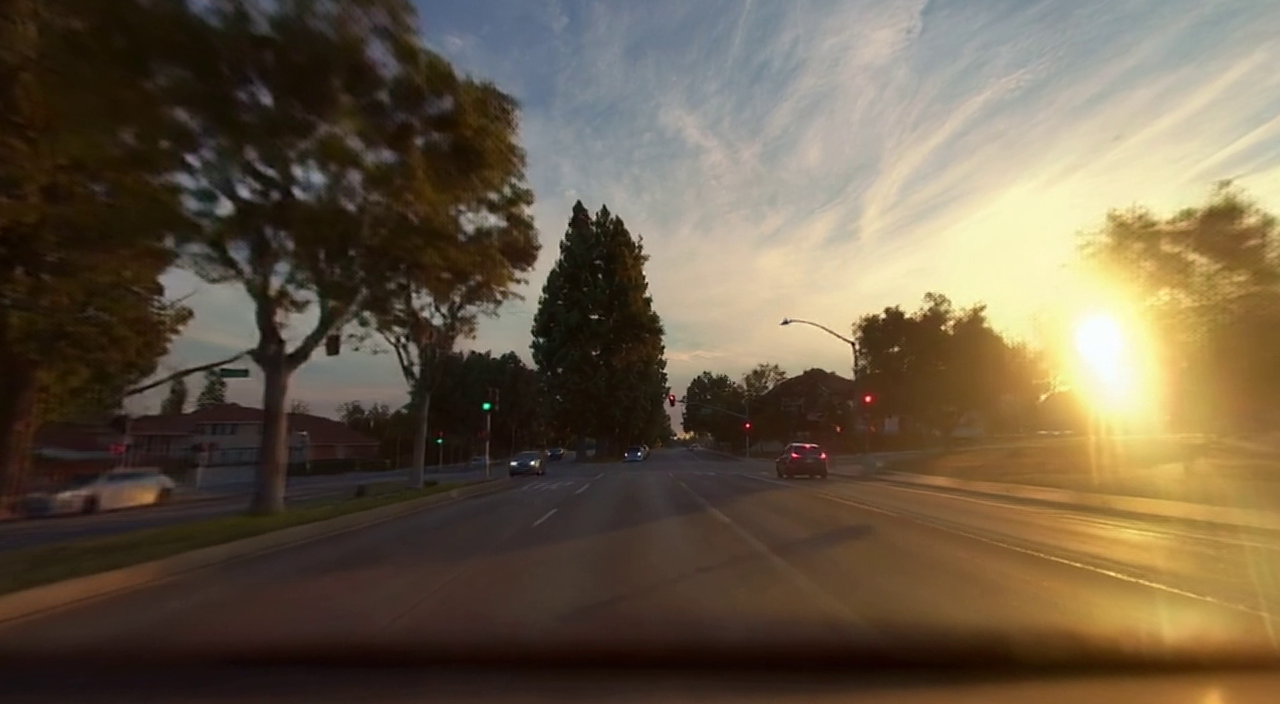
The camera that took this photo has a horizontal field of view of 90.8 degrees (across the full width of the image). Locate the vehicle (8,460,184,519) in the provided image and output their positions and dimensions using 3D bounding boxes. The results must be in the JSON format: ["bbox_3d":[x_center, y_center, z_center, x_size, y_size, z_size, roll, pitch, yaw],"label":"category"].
[{"bbox_3d":[-17.708,4.447,20.904,1.895,1.644,4.160,-1,-9,4],"label":"vehicle"}]

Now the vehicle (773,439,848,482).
[{"bbox_3d":[7.309,4.685,27.590,2.011,1.710,4.357,0,-9,0],"label":"vehicle"}]

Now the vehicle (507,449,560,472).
[{"bbox_3d":[-7.213,7.264,42.534,2.065,1.477,4.519,4,-10,-29],"label":"vehicle"}]
